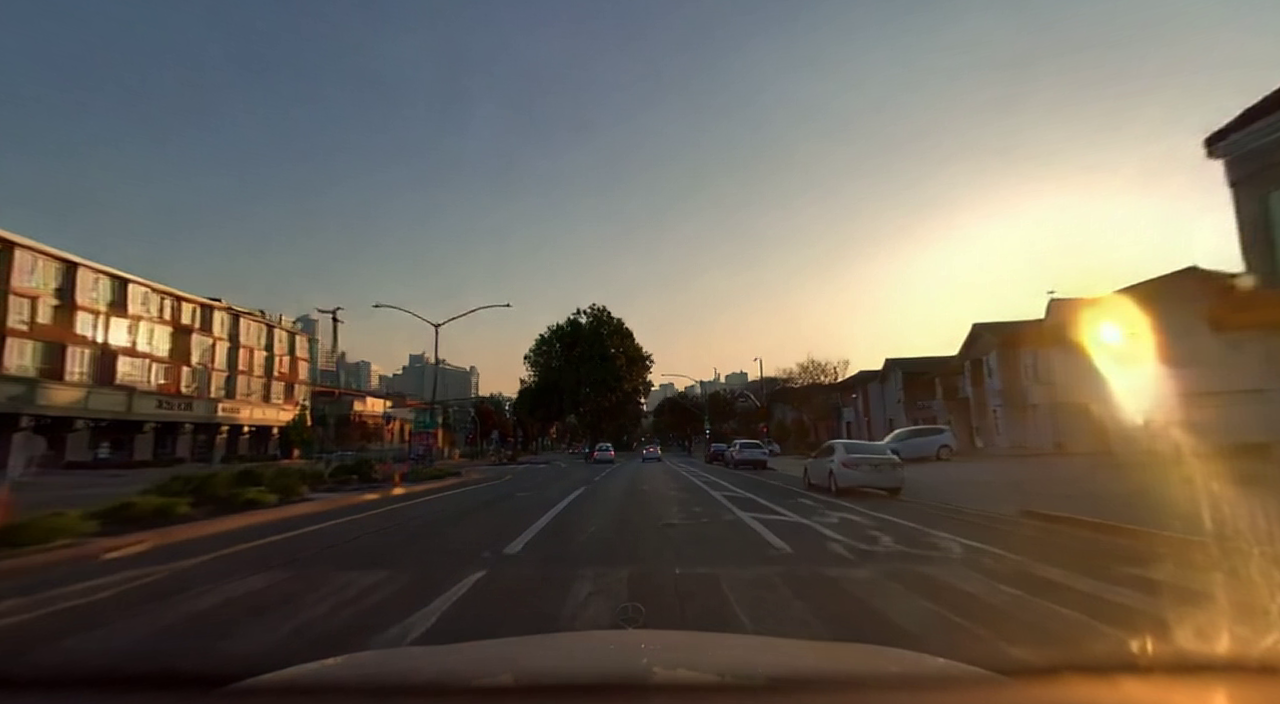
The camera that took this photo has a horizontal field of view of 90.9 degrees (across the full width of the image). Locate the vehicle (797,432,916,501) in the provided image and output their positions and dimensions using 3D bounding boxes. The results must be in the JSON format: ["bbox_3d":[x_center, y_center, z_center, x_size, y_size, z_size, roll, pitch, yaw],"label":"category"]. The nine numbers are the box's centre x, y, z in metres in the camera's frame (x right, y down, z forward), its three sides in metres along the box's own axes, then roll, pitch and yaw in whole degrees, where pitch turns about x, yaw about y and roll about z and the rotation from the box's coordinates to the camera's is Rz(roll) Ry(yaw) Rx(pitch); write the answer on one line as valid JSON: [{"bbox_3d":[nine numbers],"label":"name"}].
[{"bbox_3d":[5.903,3.122,17.726,1.955,1.679,3.890,0,-8,0],"label":"vehicle"}]

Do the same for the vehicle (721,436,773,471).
[{"bbox_3d":[5.885,5.613,35.267,2.069,1.776,4.797,0,-8,0],"label":"vehicle"}]

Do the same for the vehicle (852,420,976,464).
[{"bbox_3d":[12.326,4.092,28.628,4.571,1.827,2.260,1,-8,-1],"label":"vehicle"}]
